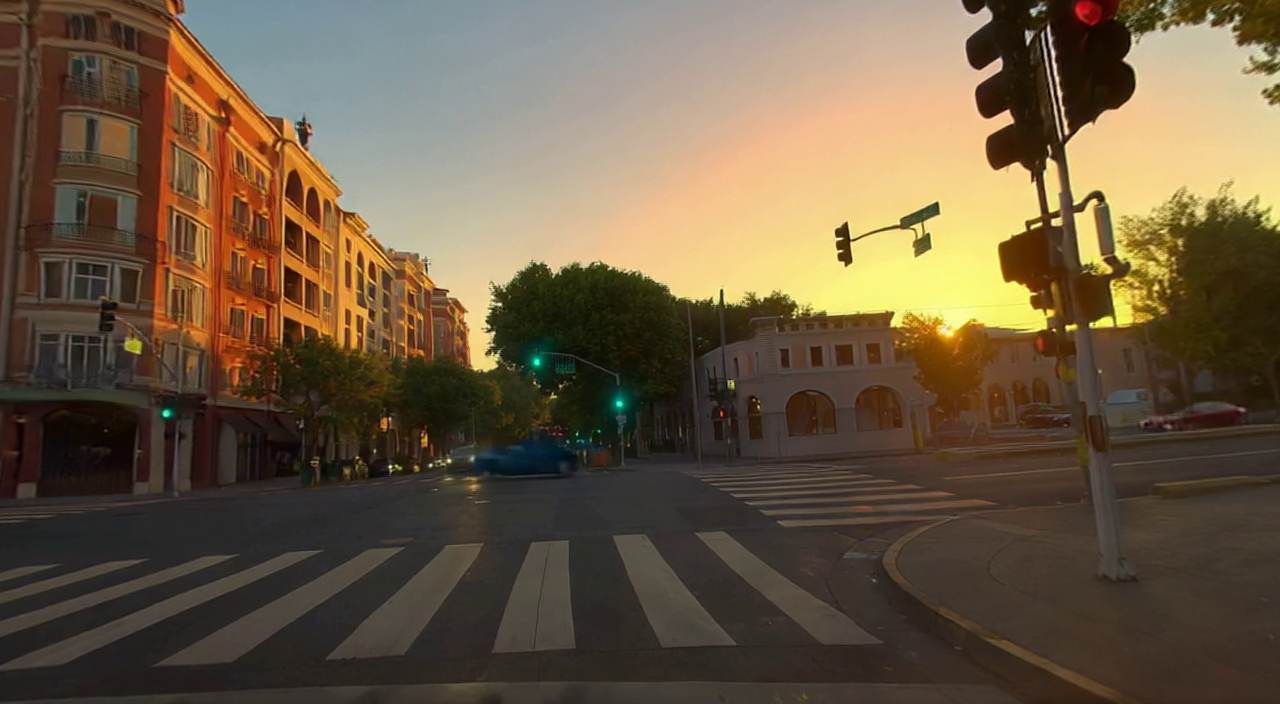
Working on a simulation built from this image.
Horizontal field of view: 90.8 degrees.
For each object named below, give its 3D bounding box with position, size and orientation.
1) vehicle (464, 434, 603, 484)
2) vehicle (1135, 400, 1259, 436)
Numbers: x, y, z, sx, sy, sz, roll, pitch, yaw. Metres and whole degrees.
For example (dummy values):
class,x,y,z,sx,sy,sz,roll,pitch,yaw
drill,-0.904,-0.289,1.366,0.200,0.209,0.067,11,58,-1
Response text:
class,x,y,z,sx,sy,sz,roll,pitch,yaw
vehicle,-3.729,3.784,22.493,4.626,1.636,2.004,1,-9,-8
vehicle,24.501,2.936,27.850,4.320,1.456,1.803,2,-9,-13
